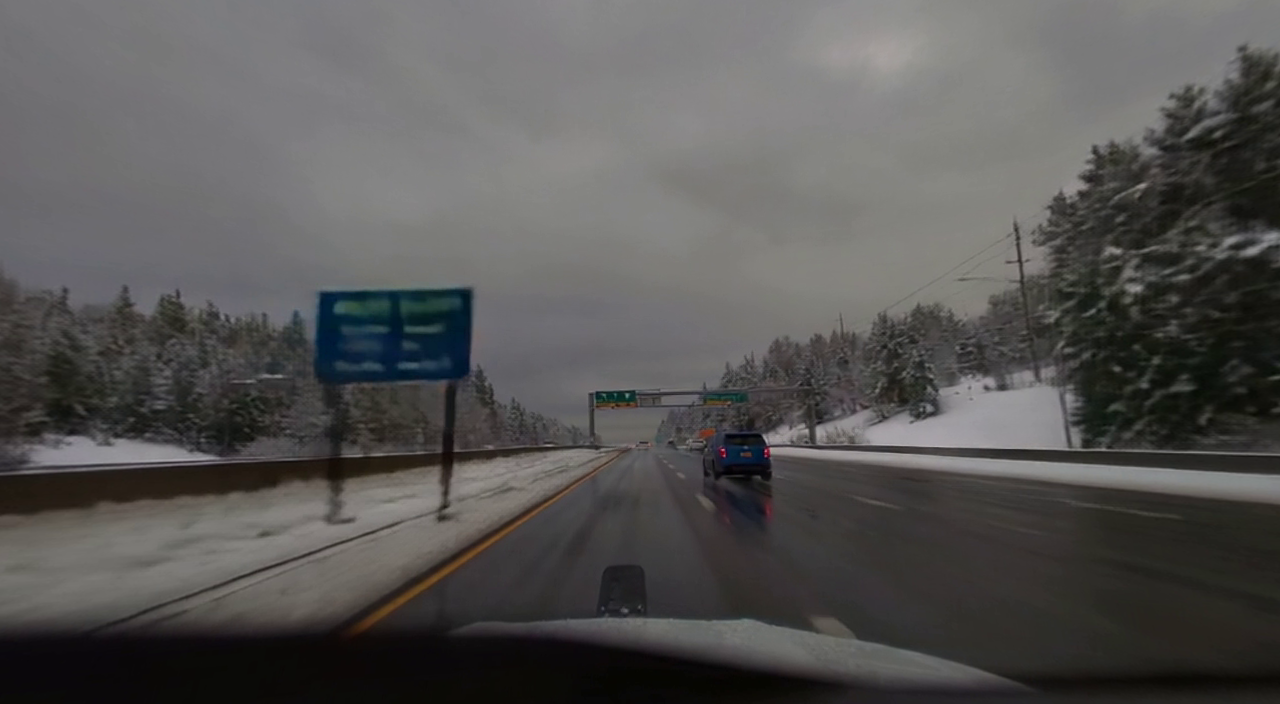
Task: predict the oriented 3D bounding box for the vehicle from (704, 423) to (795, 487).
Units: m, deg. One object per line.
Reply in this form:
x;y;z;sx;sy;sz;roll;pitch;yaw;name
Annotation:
3.416;3.323;20.621;2.120;1.832;4.287;0;-8;-1;vehicle

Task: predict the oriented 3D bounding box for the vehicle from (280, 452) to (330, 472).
-24.967;8.176;47.091;1.906;1.324;3.264;0;-8;0;vehicle
